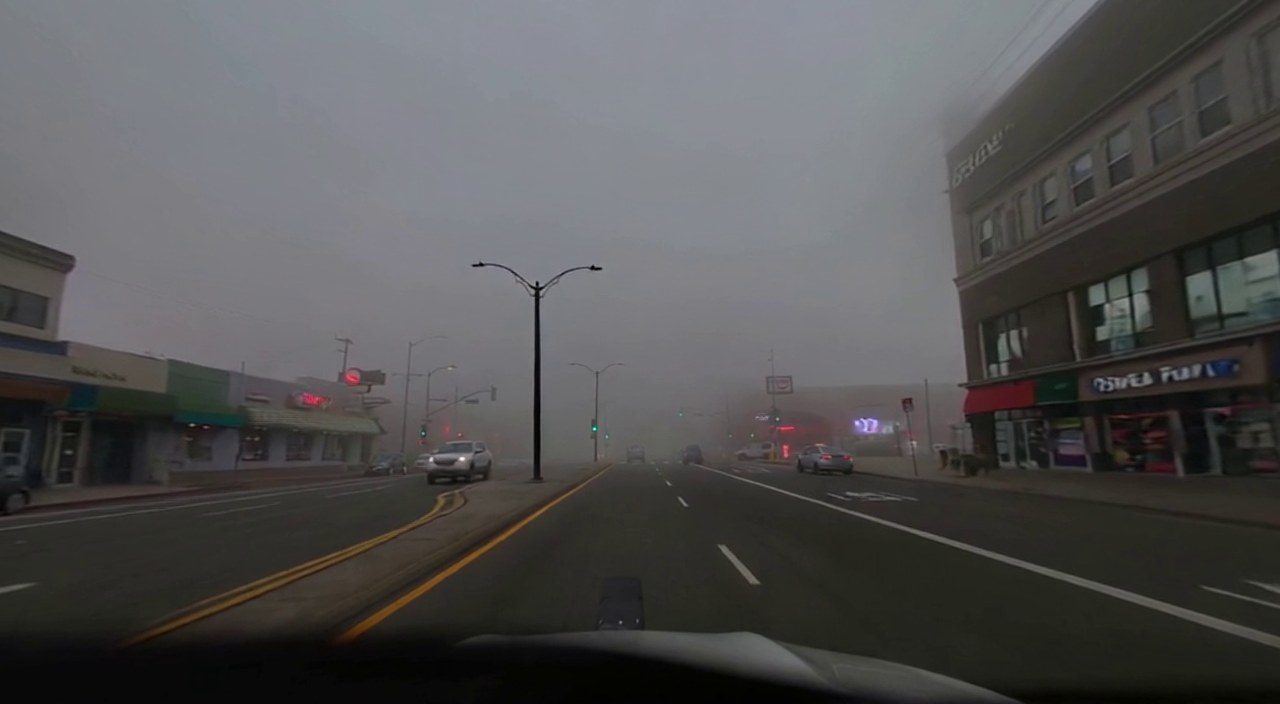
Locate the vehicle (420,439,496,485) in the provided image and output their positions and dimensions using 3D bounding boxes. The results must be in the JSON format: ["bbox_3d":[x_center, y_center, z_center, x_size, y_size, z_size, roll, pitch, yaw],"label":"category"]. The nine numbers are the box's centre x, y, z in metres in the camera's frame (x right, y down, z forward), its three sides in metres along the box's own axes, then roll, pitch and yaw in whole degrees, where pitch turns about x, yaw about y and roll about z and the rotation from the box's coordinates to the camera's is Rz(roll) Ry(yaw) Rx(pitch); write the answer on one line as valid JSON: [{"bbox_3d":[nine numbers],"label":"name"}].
[{"bbox_3d":[-7.865,4.801,27.826,1.946,1.794,4.799,0,-9,-1],"label":"vehicle"}]

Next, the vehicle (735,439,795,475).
[{"bbox_3d":[6.268,5.344,32.299,1.974,1.679,4.611,0,-9,-2],"label":"vehicle"}]

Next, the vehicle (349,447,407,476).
[{"bbox_3d":[-17.928,7.618,43.544,1.944,1.794,4.849,0,-12,0],"label":"vehicle"}]

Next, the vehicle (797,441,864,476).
[{"bbox_3d":[9.887,5.556,33.177,2.019,1.694,4.491,0,-9,-1],"label":"vehicle"}]

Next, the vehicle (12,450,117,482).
[{"bbox_3d":[-34.114,6.842,37.661,1.821,1.531,4.703,-3,-13,0],"label":"vehicle"}]
